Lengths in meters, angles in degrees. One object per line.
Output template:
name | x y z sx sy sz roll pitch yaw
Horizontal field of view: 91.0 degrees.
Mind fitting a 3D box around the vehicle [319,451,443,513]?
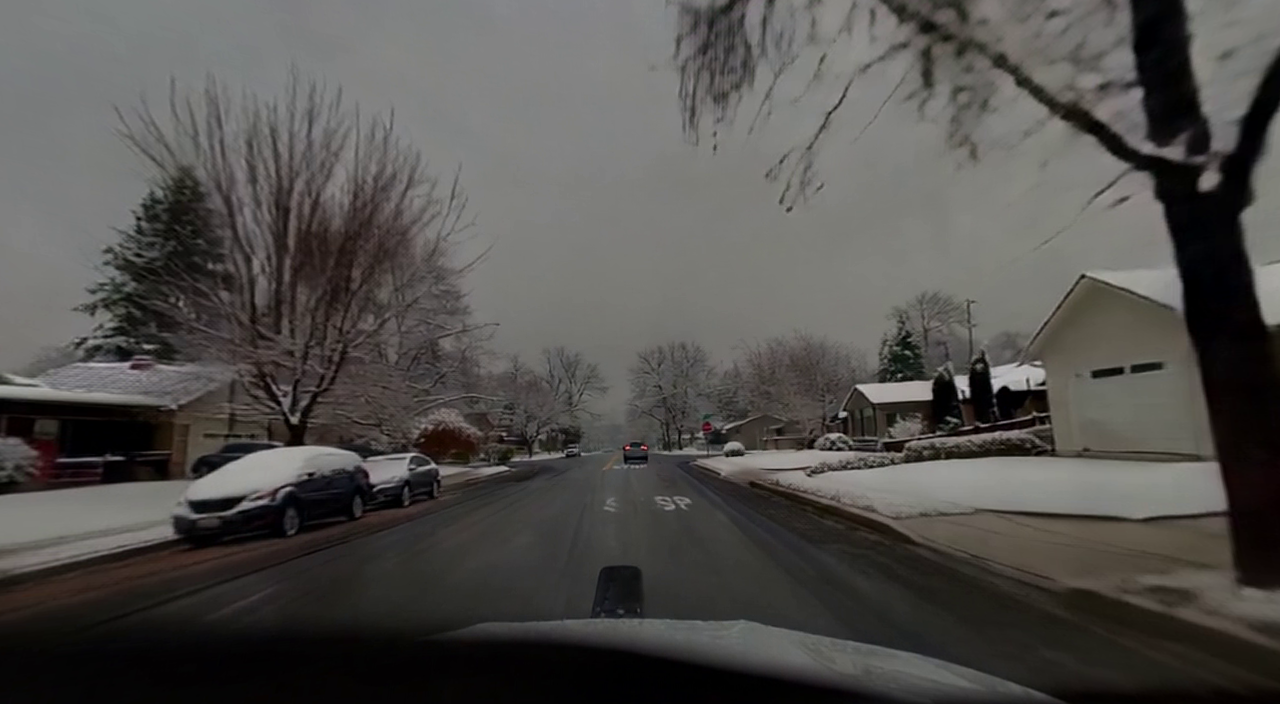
vehicle | -6.945 3.494 17.370 1.789 1.481 3.957 0 -9 -1

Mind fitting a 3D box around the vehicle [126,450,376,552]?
vehicle | -6.999 2.668 12.098 1.972 1.543 4.622 0 -9 -2

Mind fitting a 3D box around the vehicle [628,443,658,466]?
vehicle | 0.235 7.242 44.549 2.043 1.484 4.340 0 -9 0
